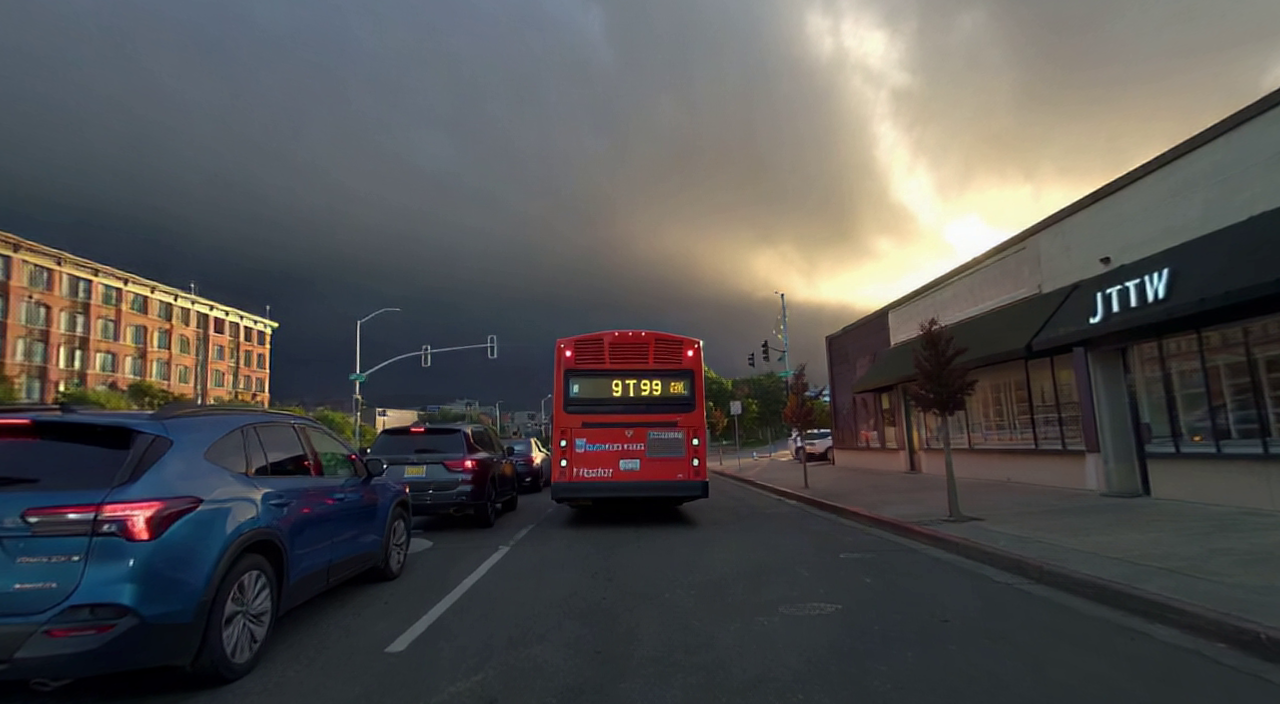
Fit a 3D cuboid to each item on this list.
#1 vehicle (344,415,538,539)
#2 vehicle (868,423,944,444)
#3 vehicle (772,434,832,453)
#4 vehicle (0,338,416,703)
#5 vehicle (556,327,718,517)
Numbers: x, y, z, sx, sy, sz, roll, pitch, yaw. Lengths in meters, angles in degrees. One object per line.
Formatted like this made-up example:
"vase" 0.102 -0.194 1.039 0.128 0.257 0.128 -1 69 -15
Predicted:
"vehicle" -3.342 2.207 11.792 2.096 1.828 4.669 0 -8 0
"vehicle" 19.824 6.116 47.204 4.827 1.555 1.863 1 -9 -6
"vehicle" 11.944 6.742 46.662 3.949 1.337 1.738 0 -9 -2
"vehicle" -3.219 1.093 3.970 2.020 1.725 4.384 0 -8 0
"vehicle" -0.301 1.996 16.584 2.938 3.468 9.972 0 -9 -3
